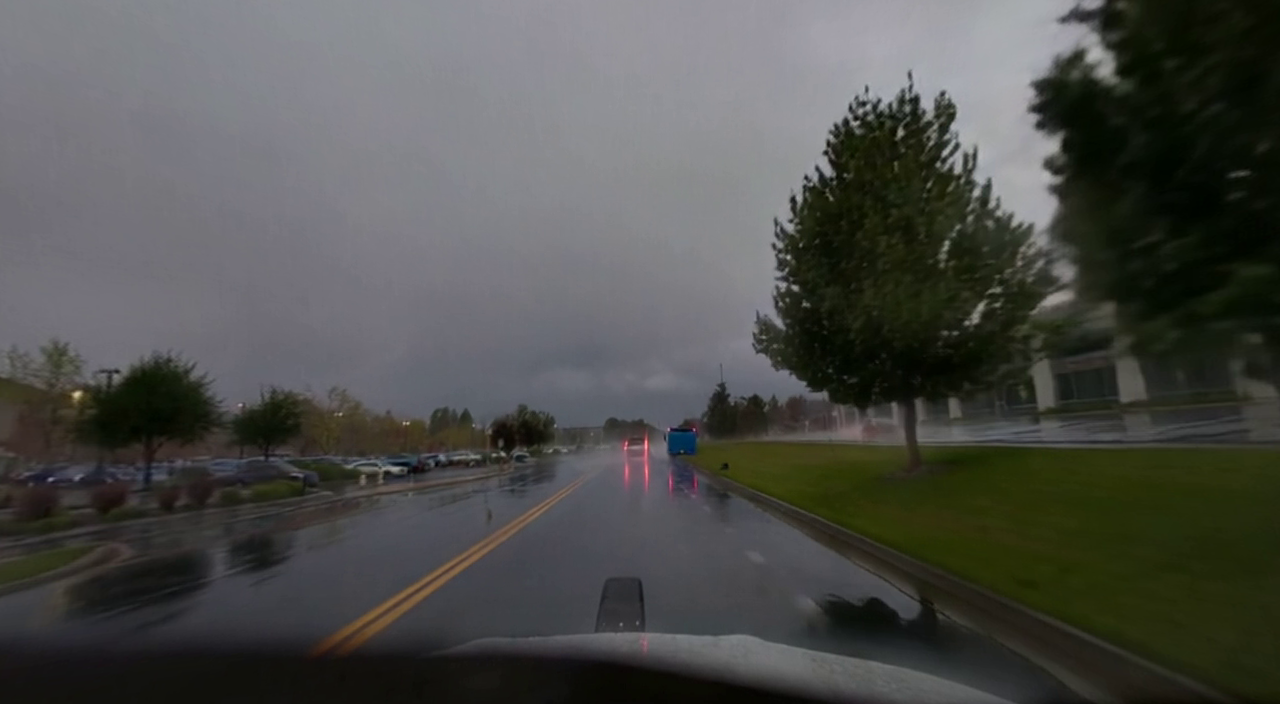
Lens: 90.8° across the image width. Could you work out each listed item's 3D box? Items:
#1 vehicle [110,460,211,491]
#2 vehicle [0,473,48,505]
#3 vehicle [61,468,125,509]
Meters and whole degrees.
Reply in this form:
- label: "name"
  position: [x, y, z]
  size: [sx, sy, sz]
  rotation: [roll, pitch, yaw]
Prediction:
- label: "vehicle"
  position: [-33.707, 8.692, 44.508]
  size: [5.432, 1.791, 2.159]
  rotation: [-3, -9, 2]
- label: "vehicle"
  position: [-32.000, 7.077, 32.710]
  size: [1.747, 1.468, 3.972]
  rotation: [7, -13, -41]
- label: "vehicle"
  position: [-27.792, 6.912, 32.243]
  size: [1.930, 1.718, 4.438]
  rotation: [5, -10, -35]
